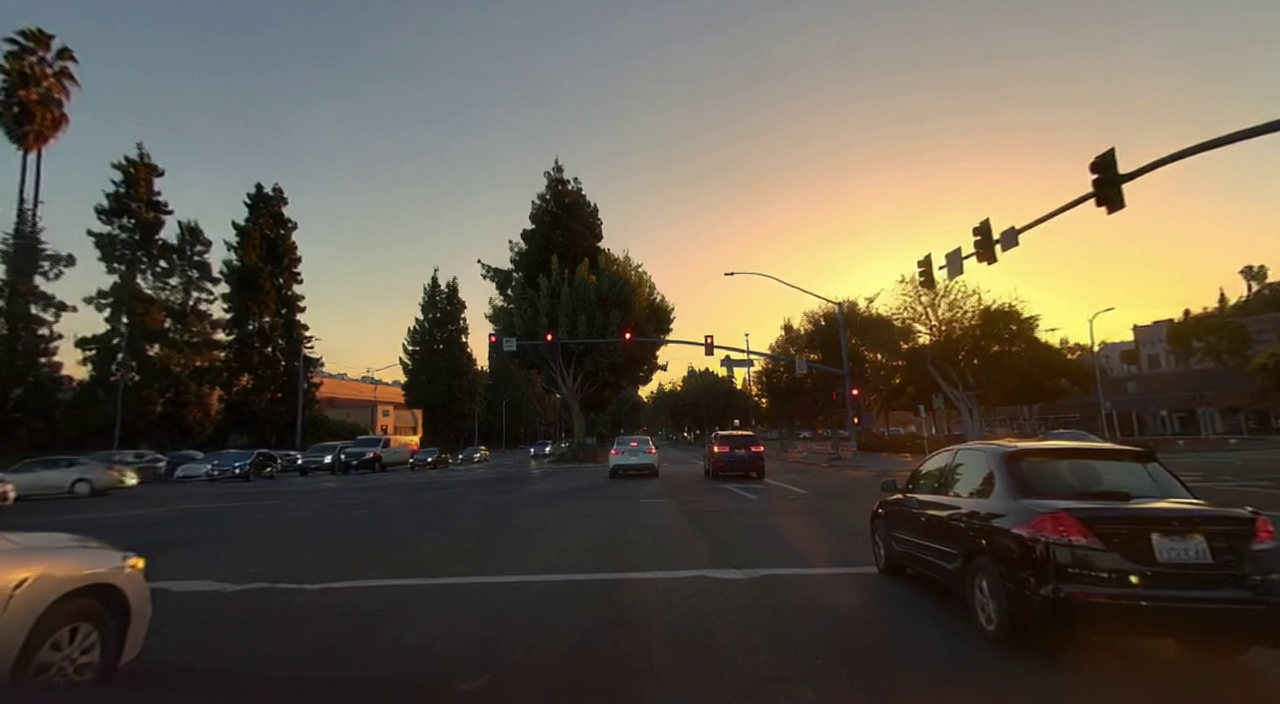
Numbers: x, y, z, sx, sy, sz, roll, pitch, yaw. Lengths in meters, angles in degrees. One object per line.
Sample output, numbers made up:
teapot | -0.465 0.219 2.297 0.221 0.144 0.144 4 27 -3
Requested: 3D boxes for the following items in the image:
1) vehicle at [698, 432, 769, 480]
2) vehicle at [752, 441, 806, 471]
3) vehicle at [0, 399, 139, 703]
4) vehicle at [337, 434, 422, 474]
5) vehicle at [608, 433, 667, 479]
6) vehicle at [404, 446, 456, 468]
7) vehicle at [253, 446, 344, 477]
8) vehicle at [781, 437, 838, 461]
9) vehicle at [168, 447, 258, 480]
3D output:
vehicle | 3.581 4.068 24.889 2.097 1.707 4.461 0 -8 0
vehicle | 7.144 5.362 32.802 1.847 1.432 4.039 0 -8 0
vehicle | -3.609 0.723 1.037 1.941 1.492 4.399 0 -8 0
vehicle | -14.012 5.518 34.282 2.196 1.961 5.359 0 -8 2
vehicle | -0.092 4.257 26.026 2.215 1.749 3.976 0 -8 0
vehicle | -14.094 7.050 42.502 1.926 1.325 4.162 0 -8 2
vehicle | -17.566 5.633 32.680 2.086 1.458 4.457 0 -8 2
vehicle | 13.330 7.695 49.926 2.171 1.786 4.943 2 -9 -14
vehicle | -20.798 5.410 30.863 1.800 1.511 3.631 0 -8 1
